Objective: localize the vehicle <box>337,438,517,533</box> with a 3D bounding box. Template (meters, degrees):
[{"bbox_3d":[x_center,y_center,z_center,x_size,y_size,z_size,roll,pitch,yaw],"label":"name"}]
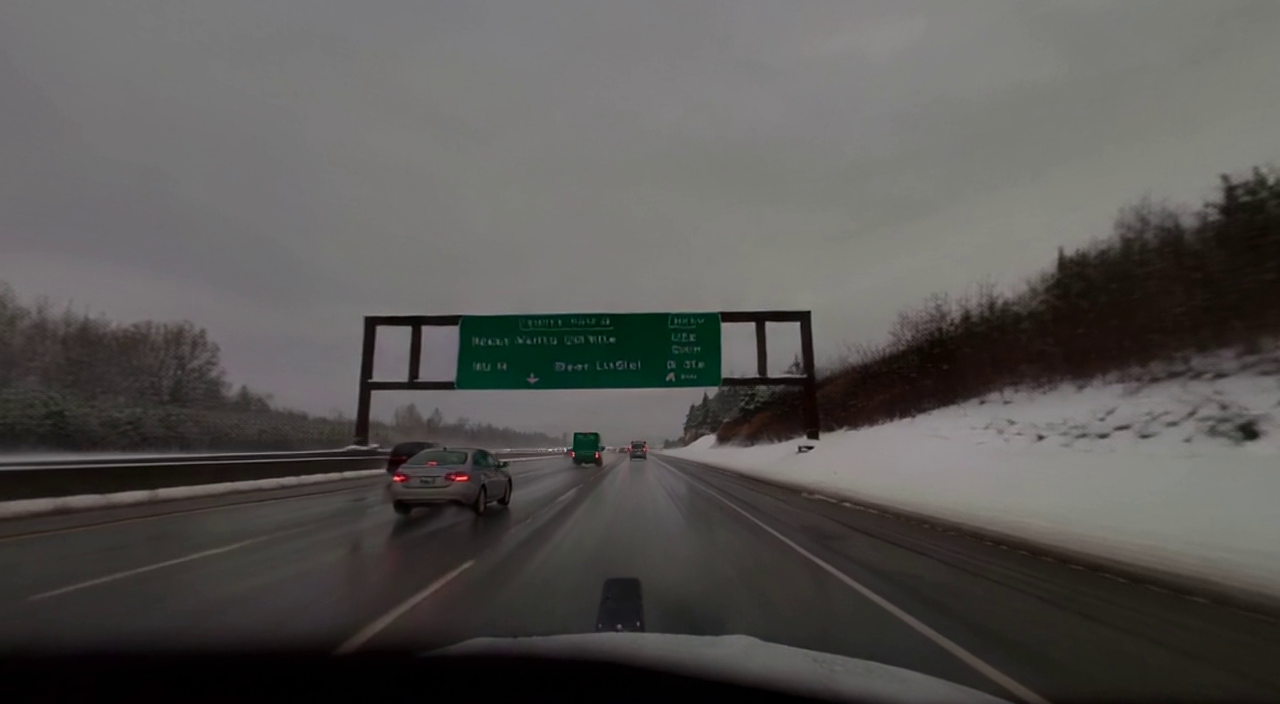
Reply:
[{"bbox_3d":[-3.652,2.351,11.676,1.924,1.436,3.915,0,-9,0],"label":"vehicle"}]

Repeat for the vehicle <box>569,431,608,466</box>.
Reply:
[{"bbox_3d":[-3.722,7.147,46.632,2.290,2.453,5.561,0,-9,1],"label":"vehicle"}]
